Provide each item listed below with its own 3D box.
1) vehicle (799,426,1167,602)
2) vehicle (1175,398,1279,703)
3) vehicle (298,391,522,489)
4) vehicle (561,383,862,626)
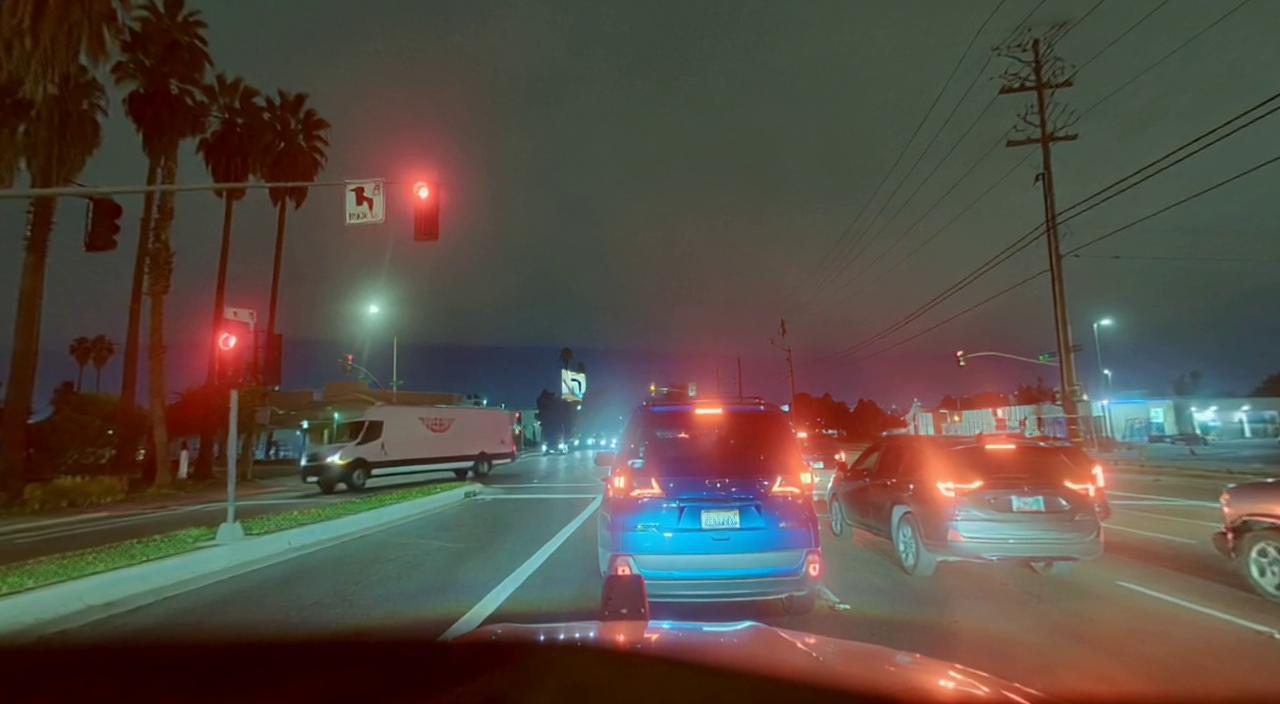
[{"bbox_3d":[3.443,1.688,7.507,1.895,1.456,4.255,0,-9,-1],"label":"vehicle"},{"bbox_3d":[3.361,0.656,0.661,1.805,1.485,4.348,0,-9,1],"label":"vehicle"},{"bbox_3d":[-10.421,4.366,30.960,2.973,3.889,11.535,-4,-9,24],"label":"vehicle"},{"bbox_3d":[0.453,1.443,6.877,2.228,1.780,4.269,0,-9,-2],"label":"vehicle"}]
